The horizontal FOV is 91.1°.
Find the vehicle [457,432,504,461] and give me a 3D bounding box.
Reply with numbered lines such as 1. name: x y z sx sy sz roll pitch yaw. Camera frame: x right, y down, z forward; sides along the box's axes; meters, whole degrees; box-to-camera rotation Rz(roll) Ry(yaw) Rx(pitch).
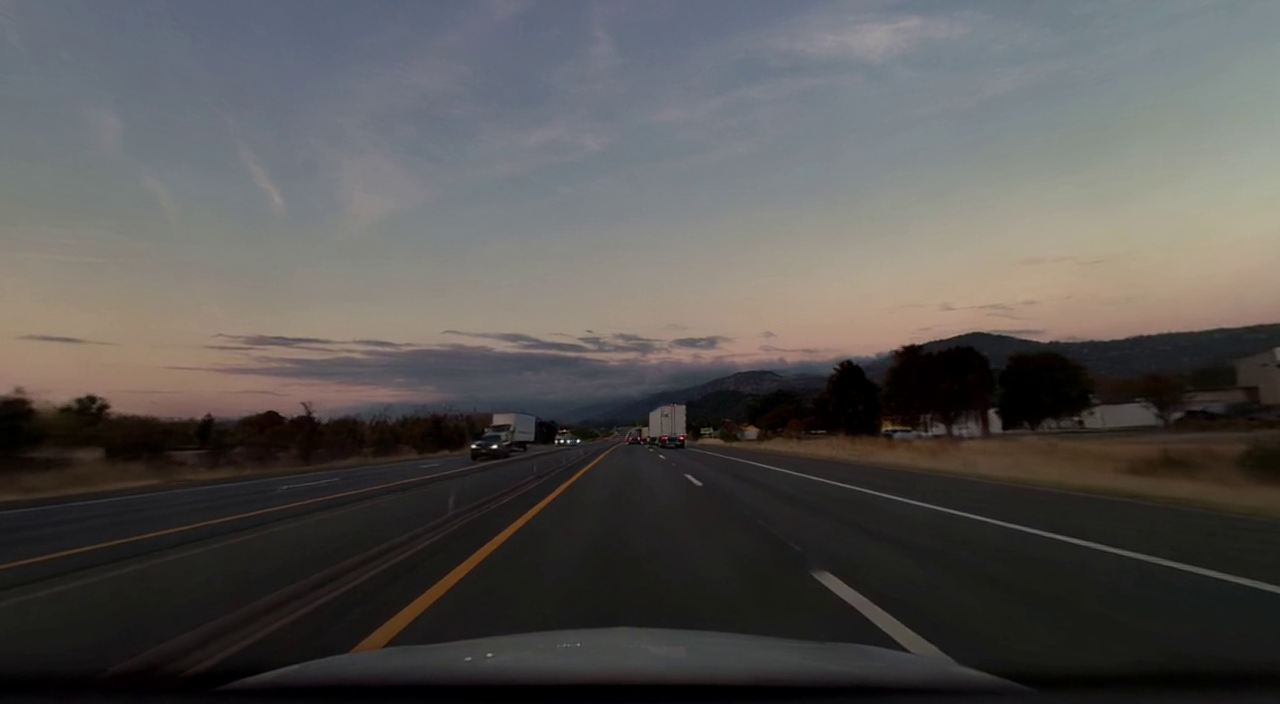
1. vehicle: -11.030 6.519 43.746 2.007 1.888 4.537 0 -8 1
